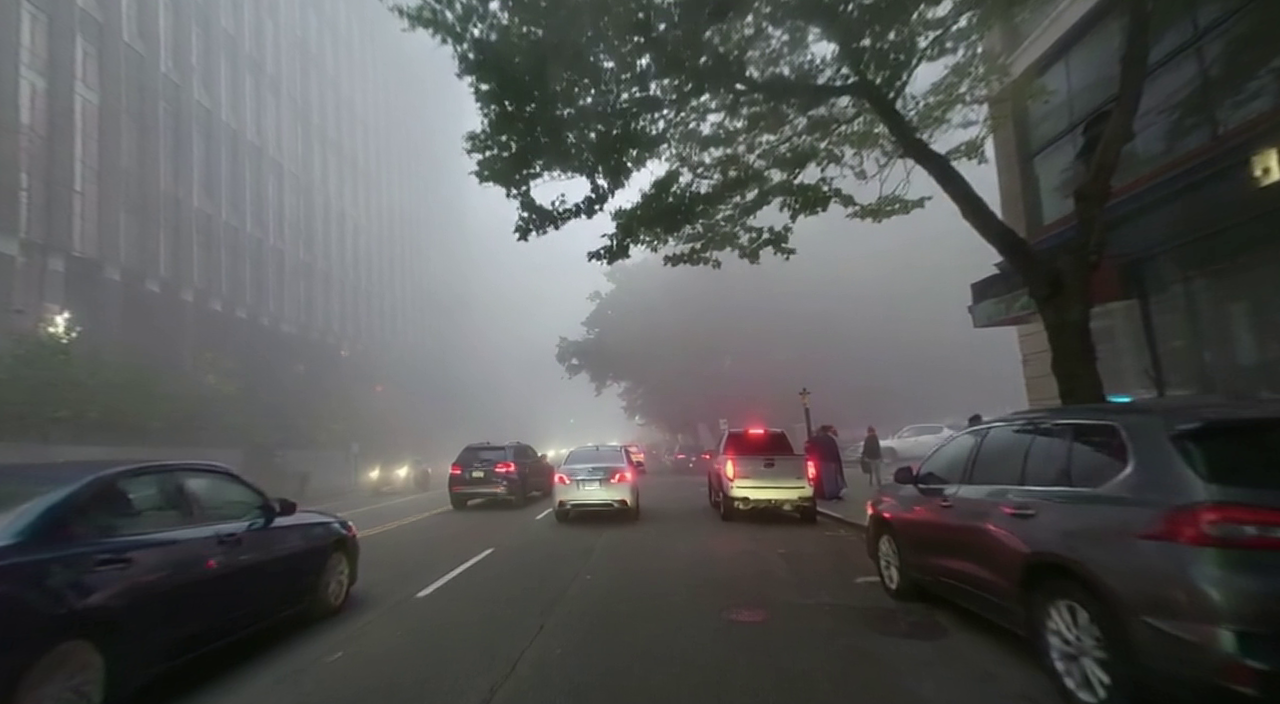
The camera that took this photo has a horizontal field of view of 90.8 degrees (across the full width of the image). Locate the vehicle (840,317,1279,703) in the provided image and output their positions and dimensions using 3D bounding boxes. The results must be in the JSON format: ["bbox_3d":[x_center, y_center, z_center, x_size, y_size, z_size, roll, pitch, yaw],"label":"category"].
[{"bbox_3d":[3.107,1.071,4.320,1.971,1.749,4.564,0,-8,0],"label":"vehicle"}]

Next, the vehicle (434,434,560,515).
[{"bbox_3d":[-3.579,3.146,16.852,2.000,1.818,4.668,-1,-8,4],"label":"vehicle"}]

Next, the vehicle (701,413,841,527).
[{"bbox_3d":[2.633,2.402,13.493,2.352,1.953,4.798,-1,-8,8],"label":"vehicle"}]

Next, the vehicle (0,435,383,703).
[{"bbox_3d":[-3.401,1.240,3.590,1.940,1.481,4.376,0,-8,1],"label":"vehicle"}]

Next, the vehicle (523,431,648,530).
[{"bbox_3d":[-0.908,2.492,12.815,2.076,1.667,3.948,0,-8,2],"label":"vehicle"}]

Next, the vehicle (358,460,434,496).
[{"bbox_3d":[-12.363,6.391,32.326,2.122,1.606,4.221,0,-8,0],"label":"vehicle"}]

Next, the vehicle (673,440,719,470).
[{"bbox_3d":[2.924,5.467,33.918,2.065,1.461,4.181,0,-8,-1],"label":"vehicle"}]
